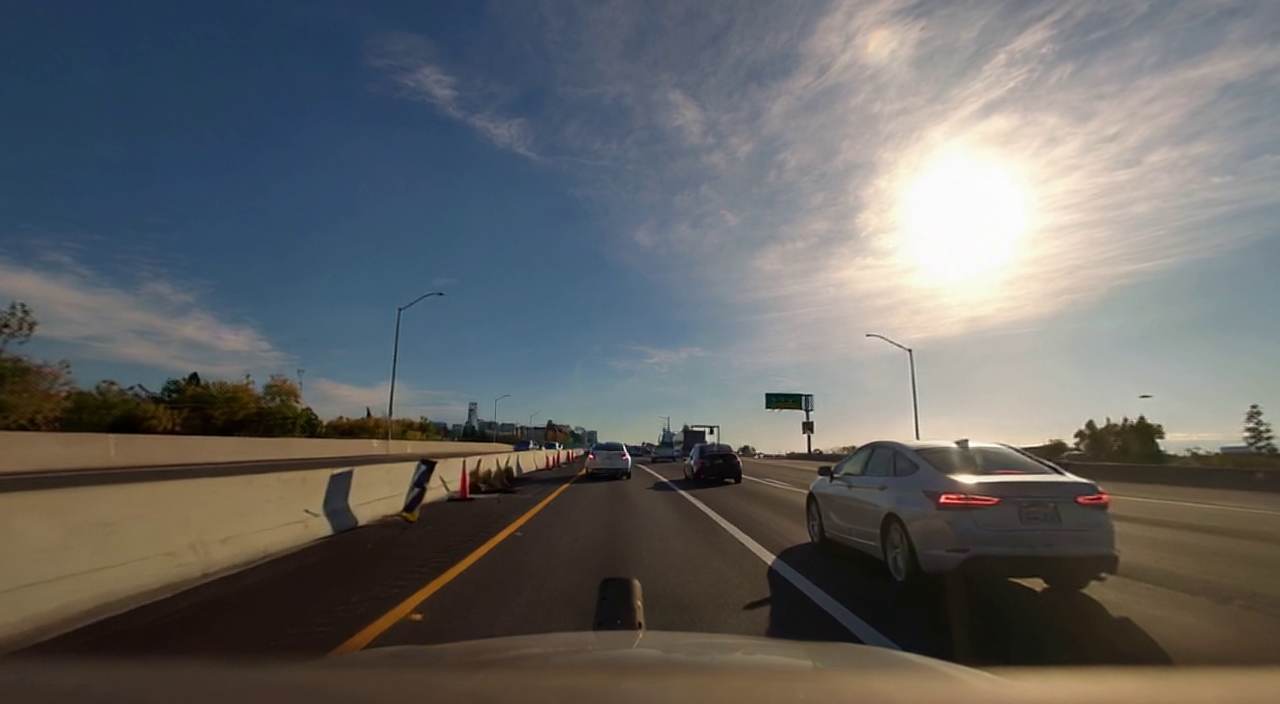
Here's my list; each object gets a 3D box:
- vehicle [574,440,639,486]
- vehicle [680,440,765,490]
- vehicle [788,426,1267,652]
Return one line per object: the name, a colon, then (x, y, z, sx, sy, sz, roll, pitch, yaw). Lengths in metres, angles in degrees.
vehicle: (-1.113, 3.857, 22.260, 2.069, 1.470, 4.004, 0, -9, -1)
vehicle: (2.581, 3.690, 20.959, 2.042, 1.460, 4.451, 0, -9, -2)
vehicle: (3.059, 1.547, 6.344, 1.996, 1.455, 4.281, 0, -9, -2)
